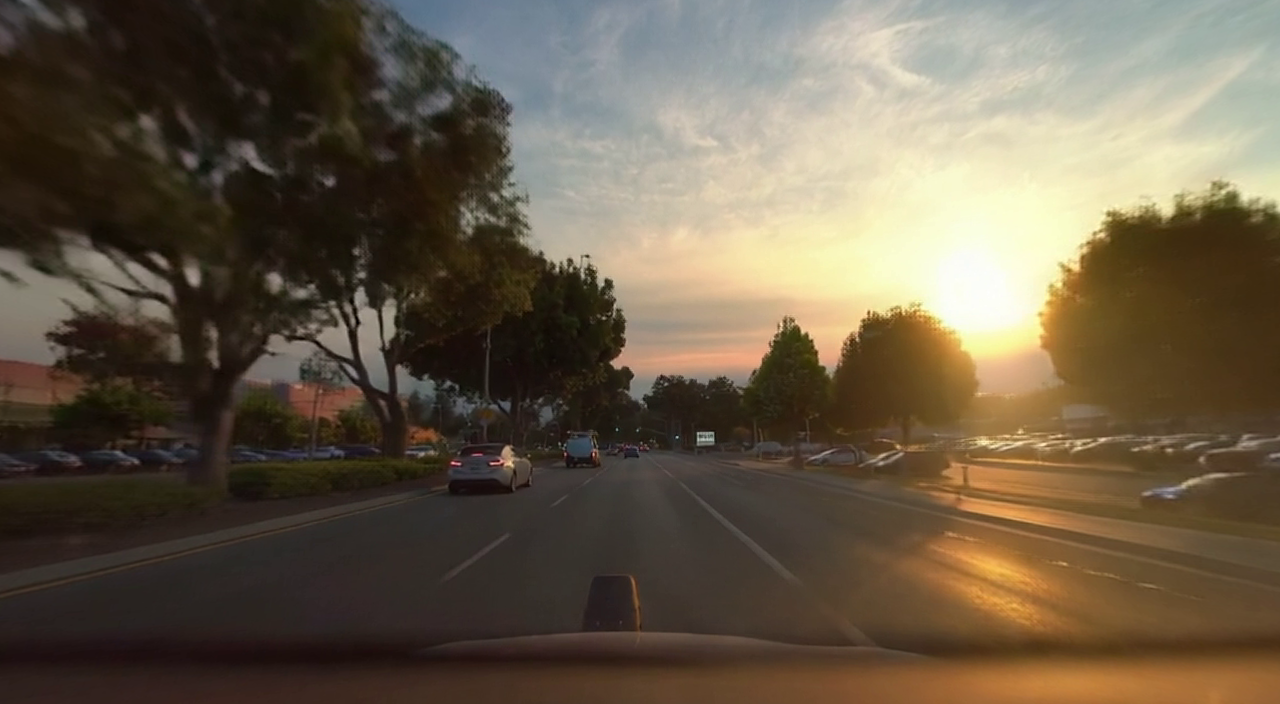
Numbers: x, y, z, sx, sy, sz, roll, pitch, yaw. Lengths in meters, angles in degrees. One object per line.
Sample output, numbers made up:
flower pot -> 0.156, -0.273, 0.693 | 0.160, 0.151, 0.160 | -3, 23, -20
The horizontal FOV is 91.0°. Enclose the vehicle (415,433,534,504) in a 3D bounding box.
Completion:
vehicle -> -4.333, 3.125, 17.309 | 2.109, 1.672, 4.256 | 0, -9, 0

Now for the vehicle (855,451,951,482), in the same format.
vehicle -> 16.591, 7.220, 39.879 | 5.041, 1.803, 2.182 | -1, -9, 1

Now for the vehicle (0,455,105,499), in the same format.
vehicle -> -22.945, 4.613, 23.473 | 1.885, 1.428, 4.638 | 0, -9, -1

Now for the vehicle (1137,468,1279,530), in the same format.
vehicle -> 16.581, 3.887, 16.838 | 4.723, 1.466, 2.085 | 0, -9, 0

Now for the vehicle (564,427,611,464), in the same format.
vehicle -> -3.753, 6.970, 46.764 | 2.917, 2.524, 6.990 | 0, -9, 0
